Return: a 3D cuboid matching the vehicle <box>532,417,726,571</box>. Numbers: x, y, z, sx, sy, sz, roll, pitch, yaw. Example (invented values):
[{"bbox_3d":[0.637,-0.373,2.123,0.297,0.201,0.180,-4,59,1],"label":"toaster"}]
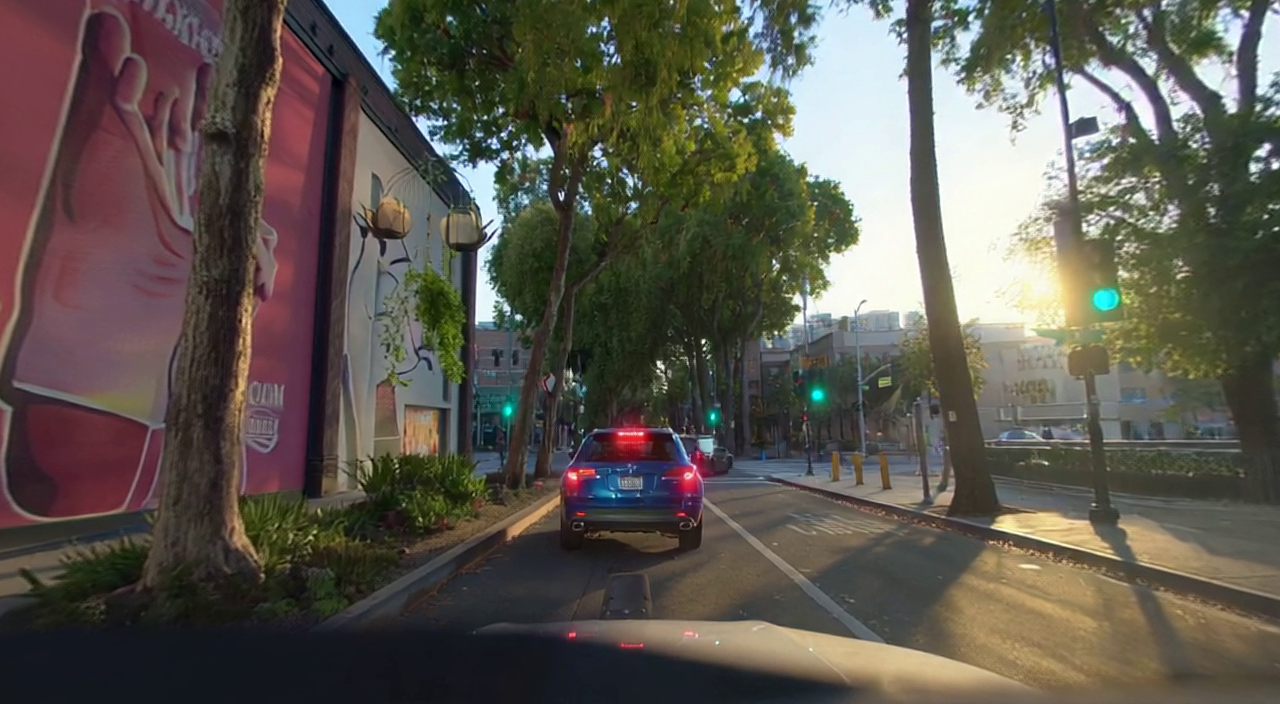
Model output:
[{"bbox_3d":[-0.133,1.818,8.779,2.079,1.621,3.861,0,-8,-1],"label":"vehicle"}]
